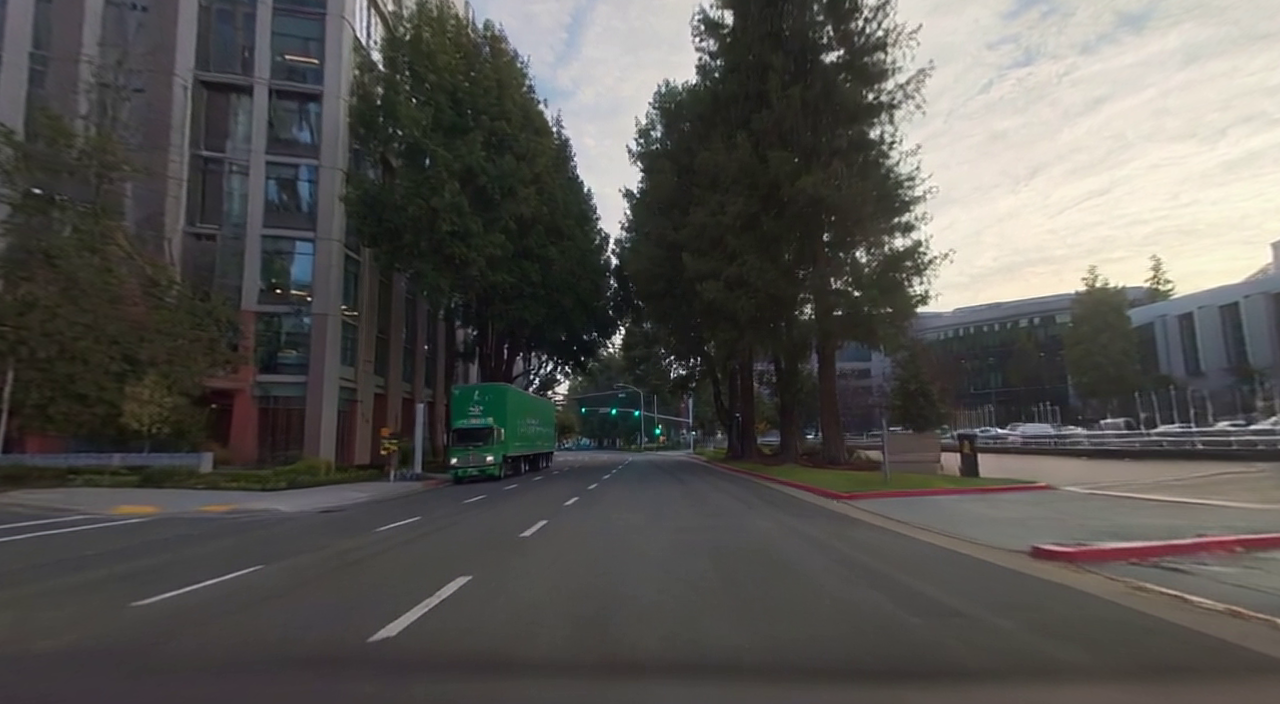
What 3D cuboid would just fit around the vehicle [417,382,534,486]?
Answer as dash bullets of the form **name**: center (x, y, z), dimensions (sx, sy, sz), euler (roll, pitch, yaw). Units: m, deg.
- **vehicle**: center (-7.109, 3.787, 28.731), dimensions (3.053, 4.058, 8.110), euler (0, -9, 0)
